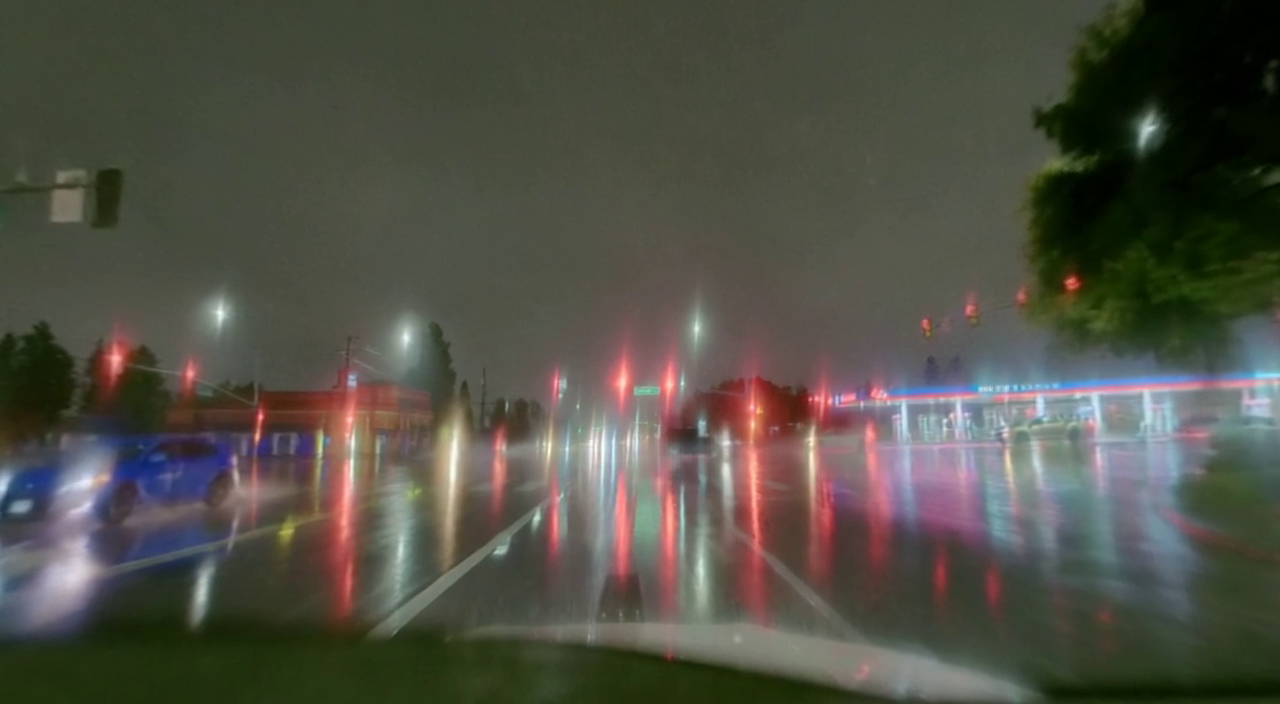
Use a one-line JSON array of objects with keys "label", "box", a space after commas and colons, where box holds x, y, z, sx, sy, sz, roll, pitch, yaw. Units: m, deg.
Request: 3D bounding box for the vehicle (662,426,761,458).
[{"label": "vehicle", "box": [3.581, 4.595, 31.983, 4.775, 1.466, 1.850, -2, -8, 4]}]

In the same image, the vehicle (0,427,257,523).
[{"label": "vehicle", "box": [-9.858, 2.238, 12.116, 1.899, 1.460, 4.880, 0, -8, 0]}]

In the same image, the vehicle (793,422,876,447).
[{"label": "vehicle", "box": [15.020, 6.419, 48.899, 5.789, 1.893, 2.169, -1, -8, 4]}]

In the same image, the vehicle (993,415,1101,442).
[{"label": "vehicle", "box": [22.879, 4.332, 35.512, 4.696, 1.483, 1.898, -1, -8, 2]}]

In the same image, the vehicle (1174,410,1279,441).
[{"label": "vehicle", "box": [28.784, 3.551, 30.104, 4.647, 1.428, 1.825, -1, -8, 4]}]
